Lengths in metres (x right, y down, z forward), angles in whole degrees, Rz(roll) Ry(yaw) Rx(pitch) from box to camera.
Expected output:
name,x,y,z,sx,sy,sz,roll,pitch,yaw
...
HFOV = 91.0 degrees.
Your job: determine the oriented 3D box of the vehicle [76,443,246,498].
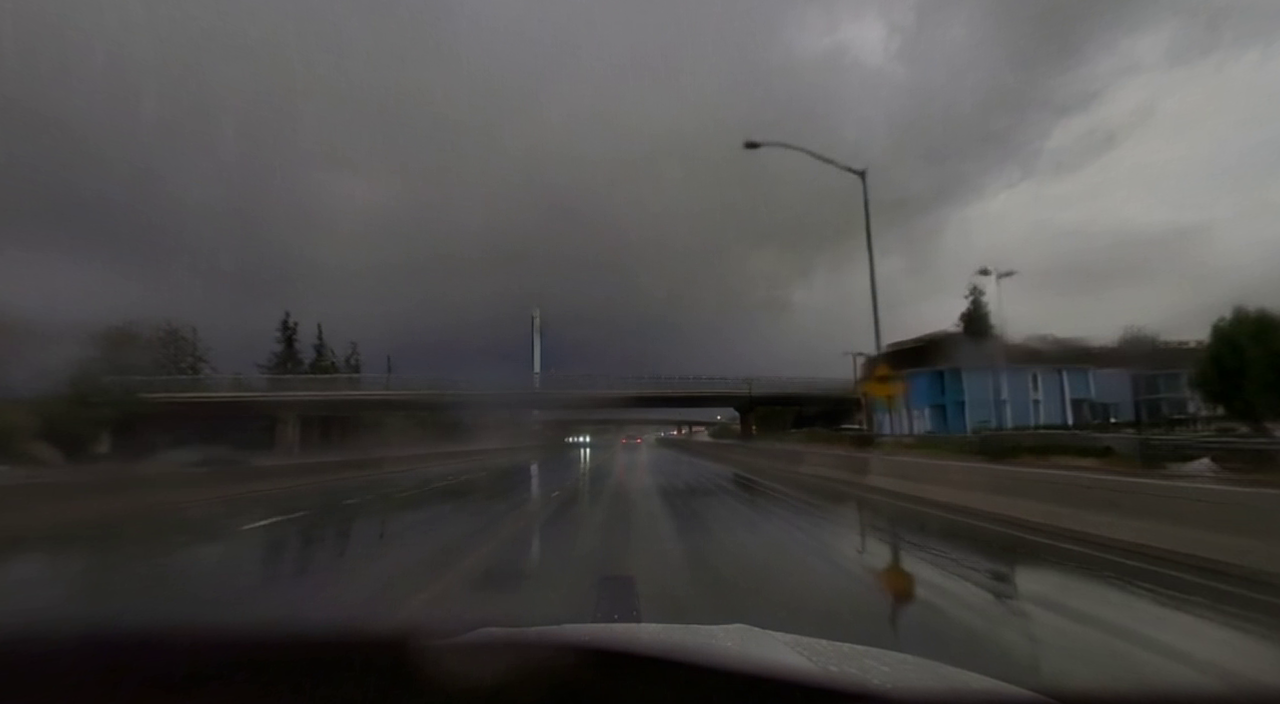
name,x,y,z,sx,sy,sz,roll,pitch,yaw
vehicle,-15.052,3.710,20.180,1.855,1.490,4.609,-1,-8,0
